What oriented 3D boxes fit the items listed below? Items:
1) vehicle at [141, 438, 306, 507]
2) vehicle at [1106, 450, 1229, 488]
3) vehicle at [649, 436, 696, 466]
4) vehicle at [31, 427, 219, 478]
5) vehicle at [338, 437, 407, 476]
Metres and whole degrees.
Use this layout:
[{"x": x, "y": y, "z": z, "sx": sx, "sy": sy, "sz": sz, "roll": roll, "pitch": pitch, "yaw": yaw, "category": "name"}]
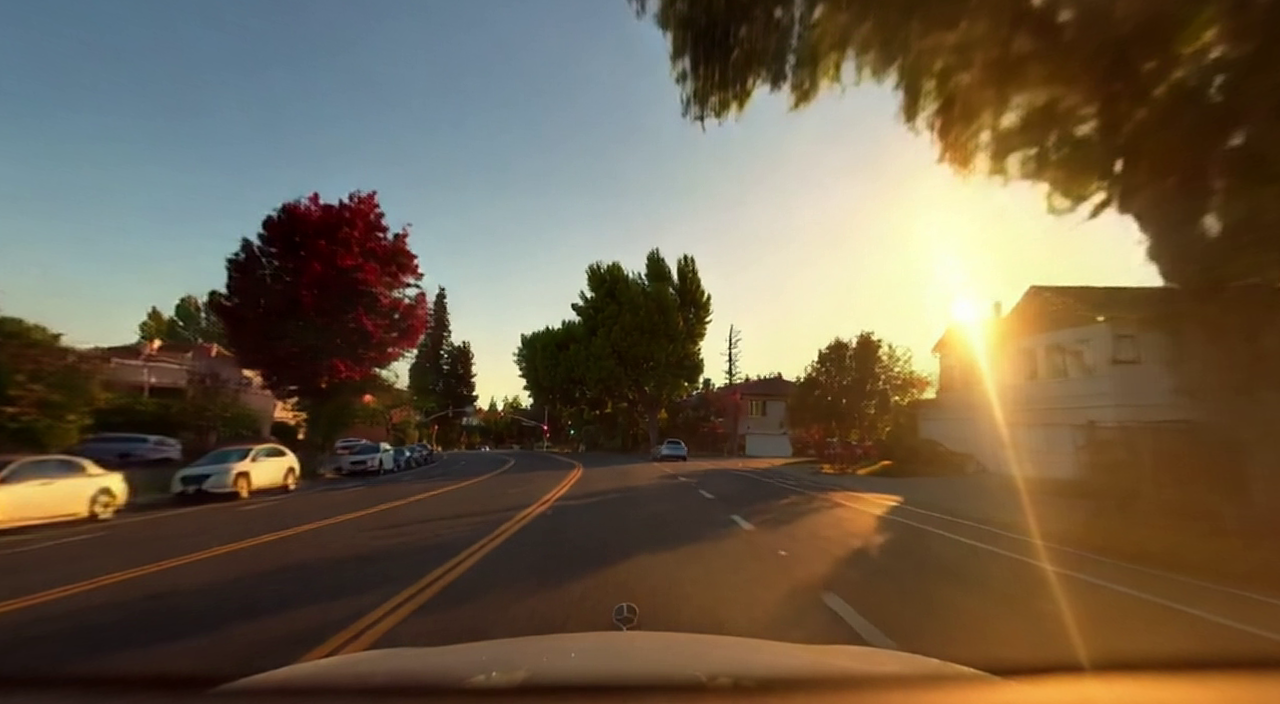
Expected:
[{"x": -12.141, "y": 3.487, "z": 18.872, "sx": 2.032, "sy": 1.773, "sz": 4.471, "roll": 1, "pitch": -8, "yaw": -3, "category": "vehicle"}, {"x": 22.704, "y": 5.013, "z": 27.419, "sx": 1.917, "sy": 1.479, "sz": 3.833, "roll": 0, "pitch": -8, "yaw": -2, "category": "vehicle"}, {"x": 1.791, "y": 5.675, "z": 36.529, "sx": 1.951, "sy": 1.620, "sz": 4.582, "roll": 1, "pitch": -8, "yaw": -7, "category": "vehicle"}, {"x": -19.753, "y": 3.889, "z": 24.502, "sx": 5.061, "sy": 1.840, "sz": 2.236, "roll": 2, "pitch": -8, "yaw": -9, "category": "vehicle"}, {"x": -13.477, "y": 5.279, "z": 32.161, "sx": 2.146, "sy": 1.806, "sz": 4.733, "roll": 2, "pitch": -8, "yaw": -10, "category": "vehicle"}]
